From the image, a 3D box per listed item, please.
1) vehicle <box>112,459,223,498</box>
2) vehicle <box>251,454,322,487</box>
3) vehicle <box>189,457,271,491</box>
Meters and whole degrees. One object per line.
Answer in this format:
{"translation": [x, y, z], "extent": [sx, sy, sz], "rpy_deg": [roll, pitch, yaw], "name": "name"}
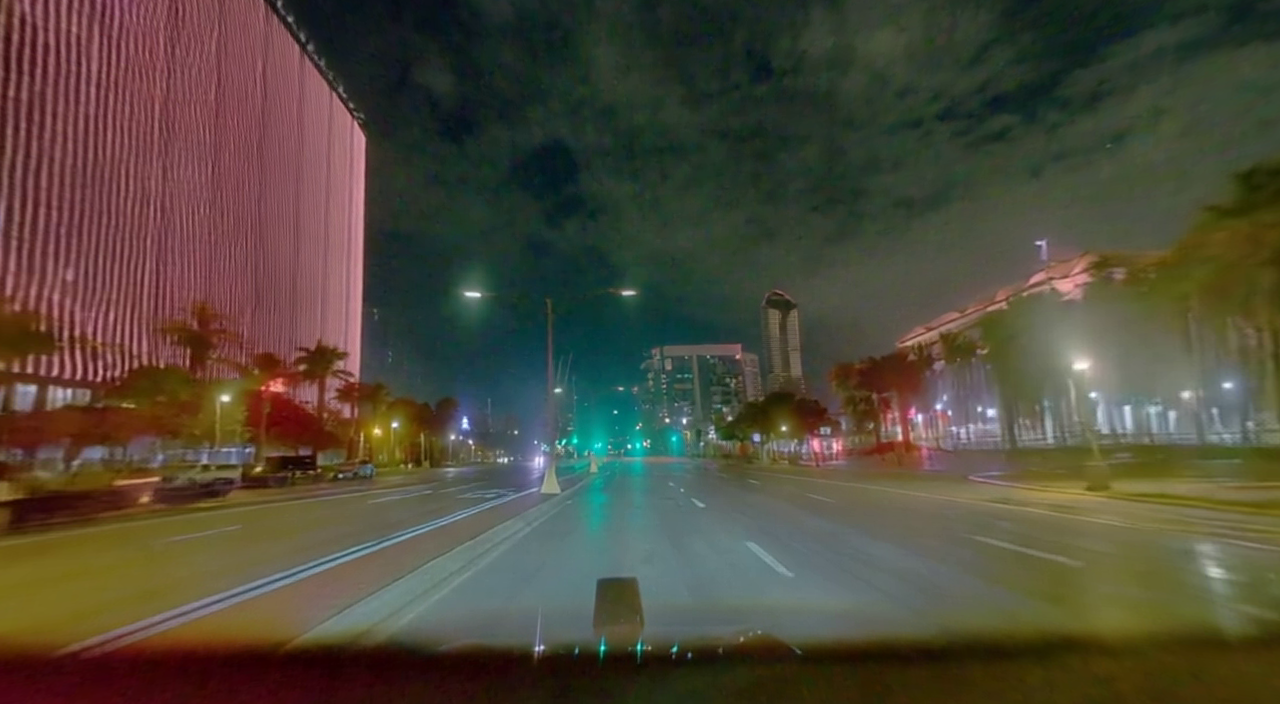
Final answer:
{"translation": [-25.416, 6.787, 34.294], "extent": [2.099, 1.814, 5.092], "rpy_deg": [0, -8, -1], "name": "vehicle"}
{"translation": [-25.789, 8.602, 46.307], "extent": [2.291, 2.040, 5.186], "rpy_deg": [-3, -8, -1], "name": "vehicle"}
{"translation": [-25.811, 7.682, 40.056], "extent": [2.136, 1.843, 5.019], "rpy_deg": [0, -8, -5], "name": "vehicle"}
